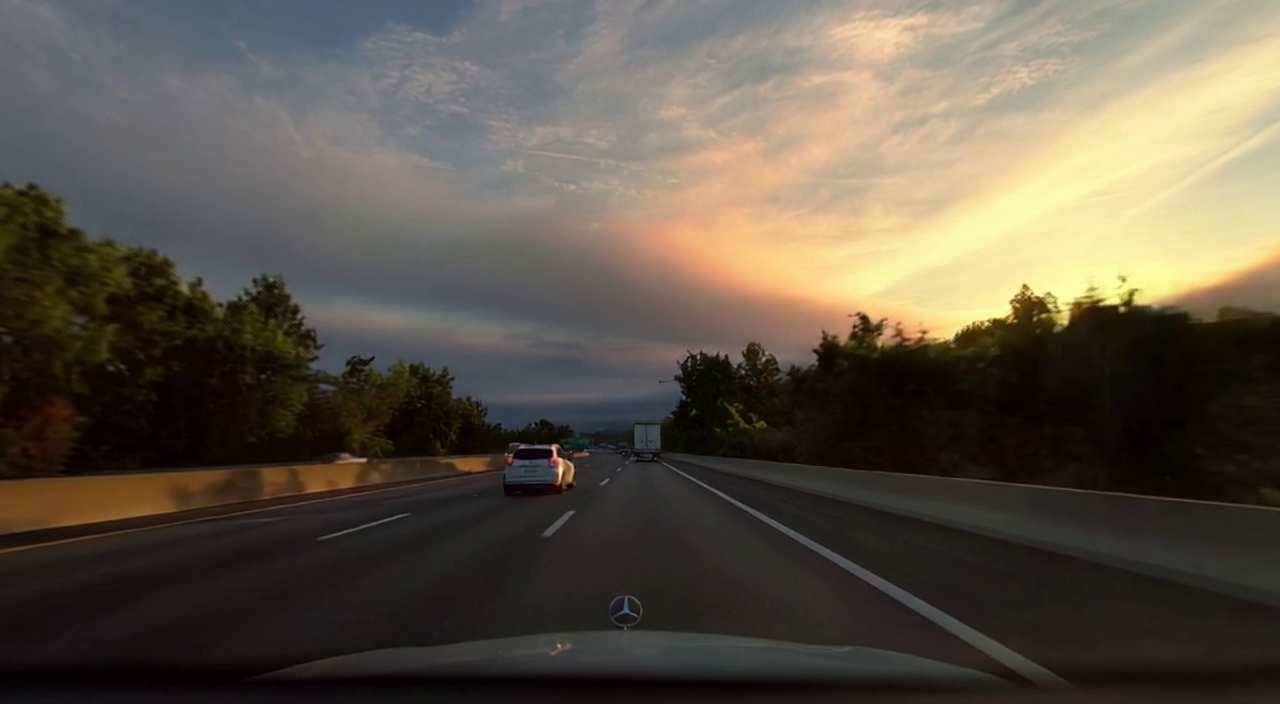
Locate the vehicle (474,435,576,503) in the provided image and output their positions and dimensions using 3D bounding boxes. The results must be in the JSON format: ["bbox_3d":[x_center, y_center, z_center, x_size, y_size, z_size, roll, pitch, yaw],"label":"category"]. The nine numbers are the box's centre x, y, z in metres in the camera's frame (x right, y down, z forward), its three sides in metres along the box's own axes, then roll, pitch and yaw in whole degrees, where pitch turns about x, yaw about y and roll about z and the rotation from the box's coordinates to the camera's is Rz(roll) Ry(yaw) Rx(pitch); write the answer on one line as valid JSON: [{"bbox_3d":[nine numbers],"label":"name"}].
[{"bbox_3d":[-3.100,3.275,18.073,2.017,1.680,4.636,0,-9,1],"label":"vehicle"}]
